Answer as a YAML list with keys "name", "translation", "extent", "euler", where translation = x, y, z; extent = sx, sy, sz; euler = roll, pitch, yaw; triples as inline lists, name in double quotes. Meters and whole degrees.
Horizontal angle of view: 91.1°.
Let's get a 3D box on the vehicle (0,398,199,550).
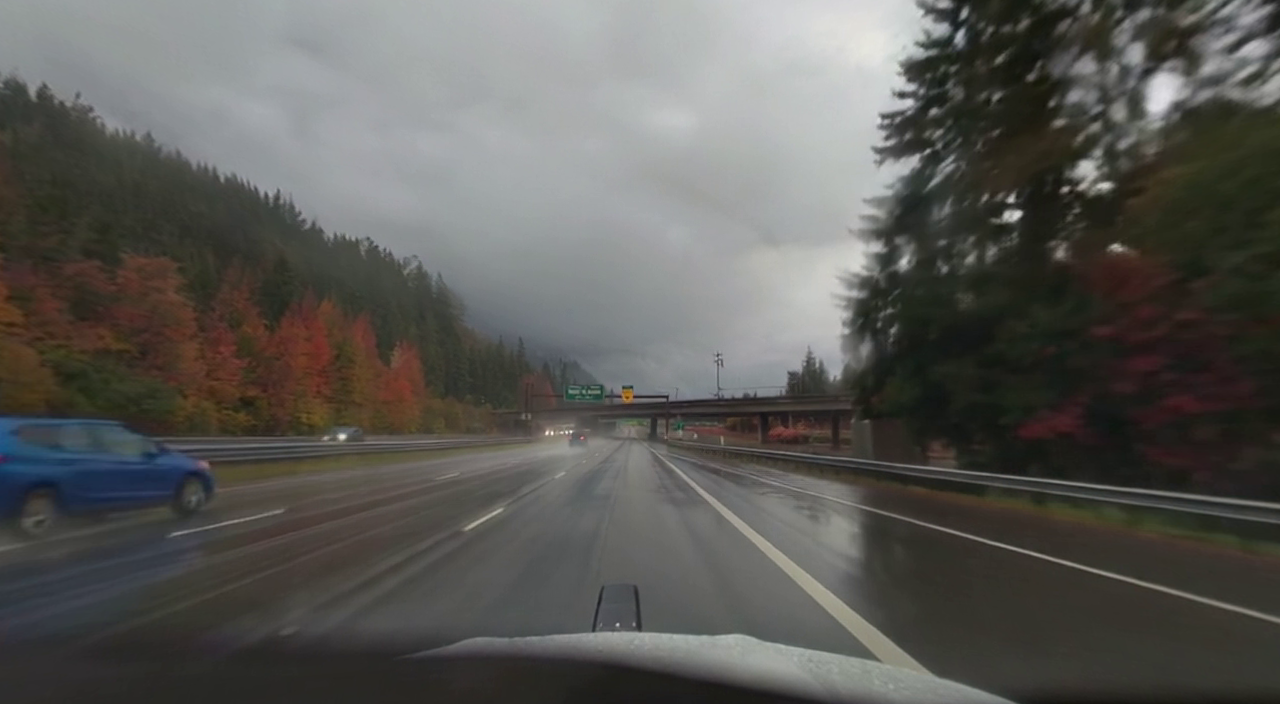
- name: "vehicle"
  translation: [-8.090, 1.457, 7.754]
  extent: [1.987, 1.677, 4.580]
  euler: [0, -8, -1]
